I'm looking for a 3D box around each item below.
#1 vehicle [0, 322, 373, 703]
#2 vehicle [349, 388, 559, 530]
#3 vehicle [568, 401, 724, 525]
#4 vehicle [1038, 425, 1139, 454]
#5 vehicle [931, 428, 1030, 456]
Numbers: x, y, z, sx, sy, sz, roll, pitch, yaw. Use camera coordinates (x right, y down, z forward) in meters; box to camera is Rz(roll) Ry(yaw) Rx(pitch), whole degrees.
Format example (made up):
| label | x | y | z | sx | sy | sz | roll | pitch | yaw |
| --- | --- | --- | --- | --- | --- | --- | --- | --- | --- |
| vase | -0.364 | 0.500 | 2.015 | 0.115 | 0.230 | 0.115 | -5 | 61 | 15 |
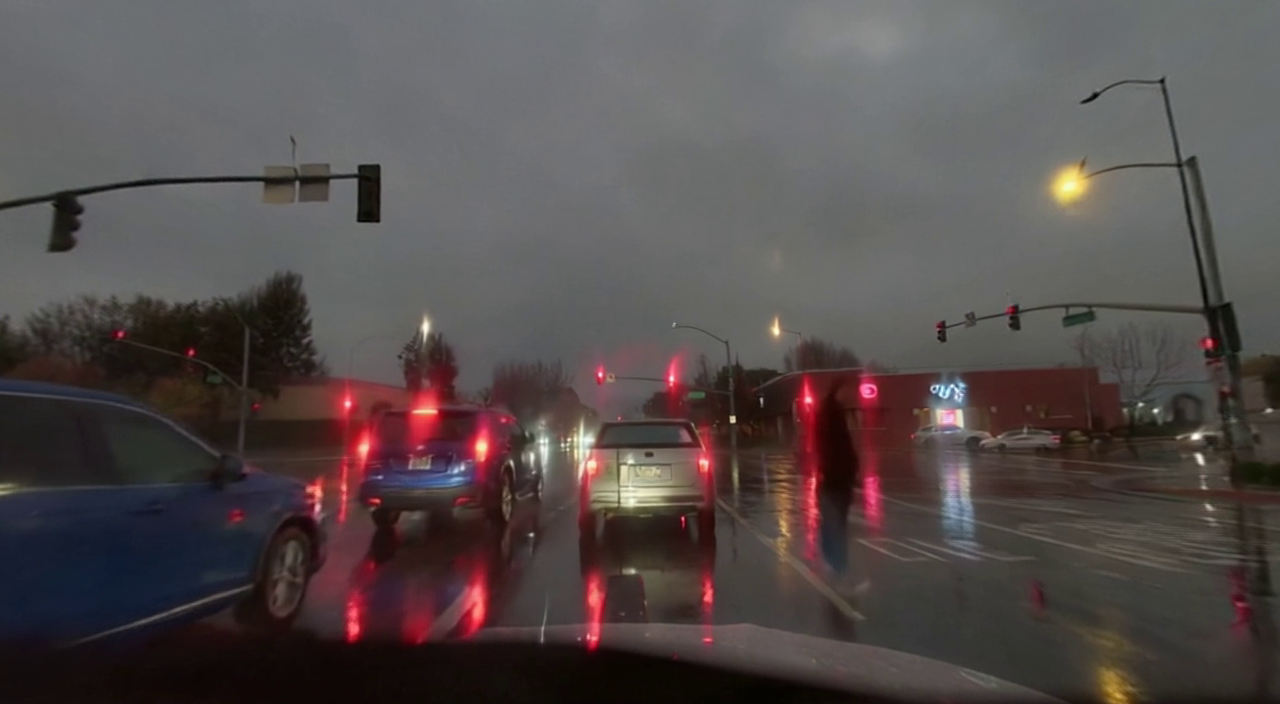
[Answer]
| label | x | y | z | sx | sy | sz | roll | pitch | yaw |
| --- | --- | --- | --- | --- | --- | --- | --- | --- | --- |
| vehicle | -3.311 | 0.867 | 3.050 | 2.006 | 1.707 | 4.448 | 0 | -8 | 1 |
| vehicle | -2.846 | 1.813 | 11.040 | 2.220 | 1.926 | 4.870 | 0 | -8 | -1 |
| vehicle | 0.039 | 1.914 | 11.306 | 2.204 | 1.738 | 4.690 | 0 | -8 | -1 |
| vehicle | 28.213 | 5.535 | 39.598 | 4.849 | 1.759 | 2.041 | 0 | -8 | -2 |
| vehicle | 19.560 | 5.193 | 36.207 | 4.624 | 1.601 | 1.871 | 0 | -8 | -3 |
